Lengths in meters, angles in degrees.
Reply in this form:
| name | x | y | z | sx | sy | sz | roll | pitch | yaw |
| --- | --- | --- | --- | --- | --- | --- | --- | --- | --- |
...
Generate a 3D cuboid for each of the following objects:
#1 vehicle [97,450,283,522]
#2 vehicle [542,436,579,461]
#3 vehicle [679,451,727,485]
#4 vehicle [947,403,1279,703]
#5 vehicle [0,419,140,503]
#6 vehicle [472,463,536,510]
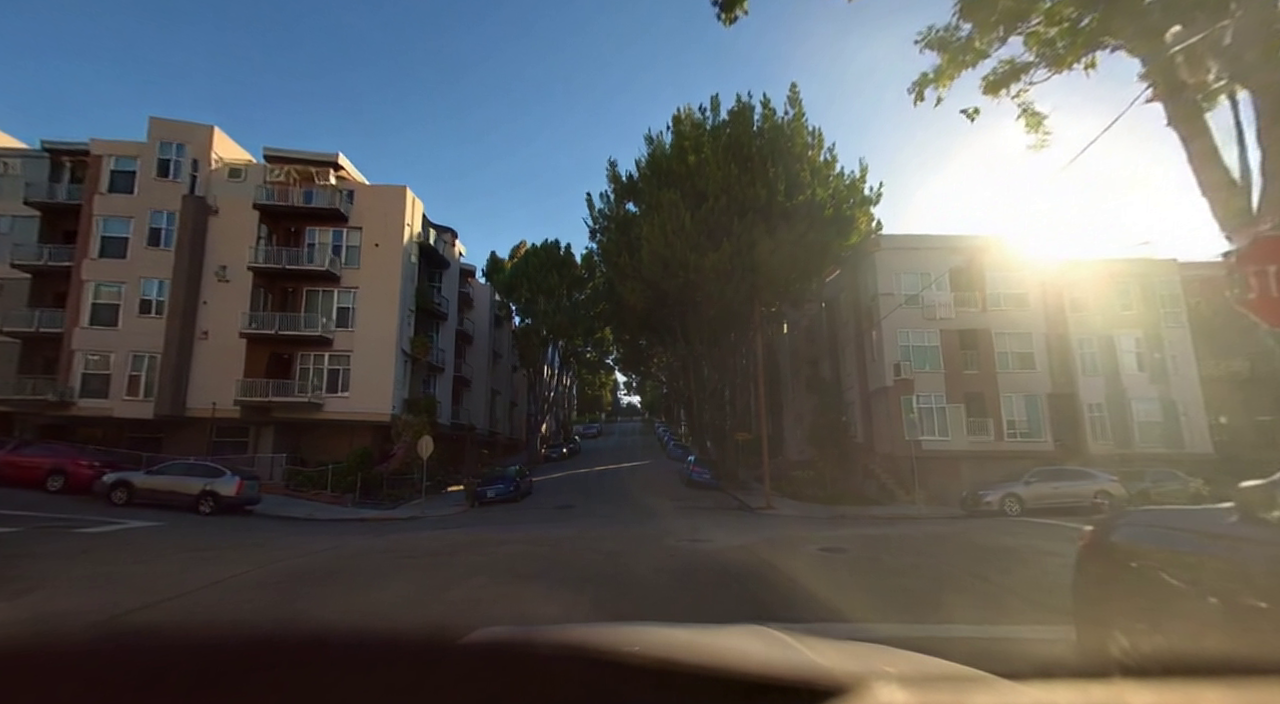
| name | x | y | z | sx | sy | sz | roll | pitch | yaw |
| --- | --- | --- | --- | --- | --- | --- | --- | --- | --- |
| vehicle | -13.998 | 4.197 | 19.862 | 4.243 | 1.676 | 1.844 | 6 | -12 | 1 |
| vehicle | -6.181 | 7.523 | 49.358 | 2.101 | 1.732 | 4.119 | -3 | -7 | 3 |
| vehicle | 3.413 | 6.423 | 35.355 | 2.051 | 1.526 | 4.673 | 0 | -6 | -2 |
| vehicle | 3.350 | 0.946 | 2.160 | 2.064 | 1.548 | 5.186 | 0 | -8 | 1 |
| vehicle | -19.132 | 3.369 | 19.956 | 4.665 | 1.866 | 2.002 | 10 | -10 | -1 |
| vehicle | -5.873 | 5.825 | 27.721 | 1.987 | 1.662 | 4.141 | -2 | -8 | -1 |
